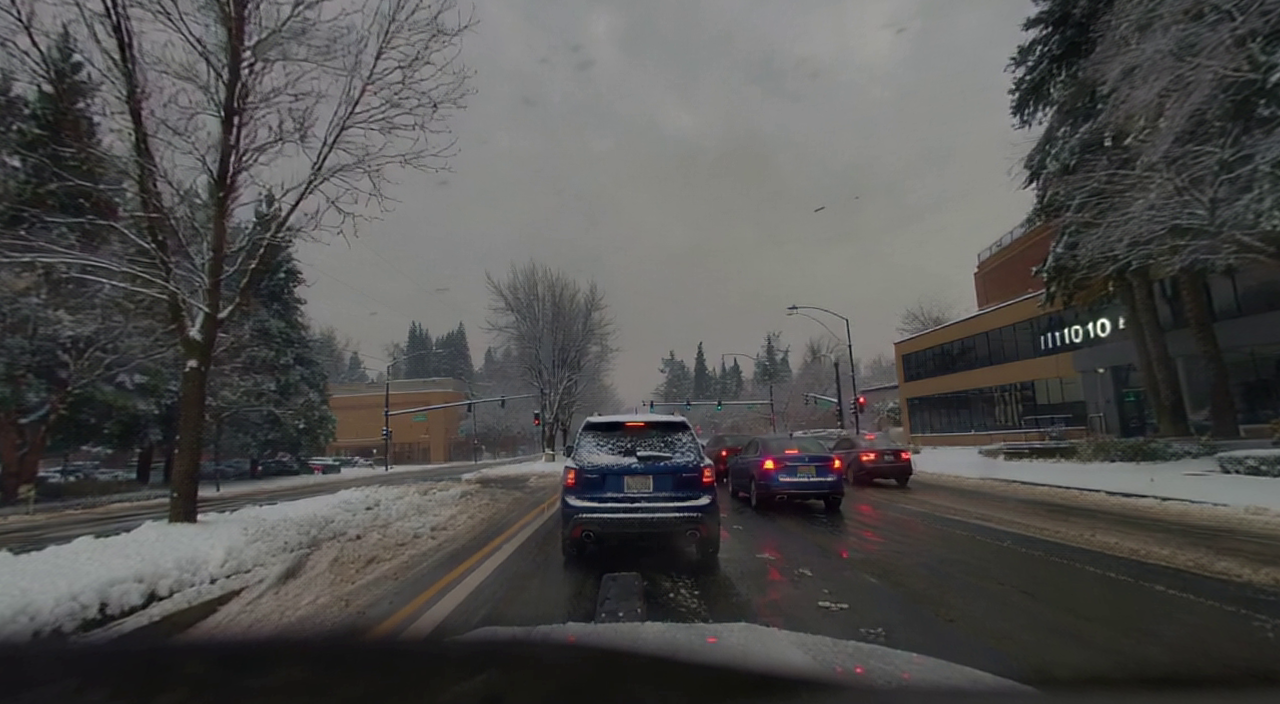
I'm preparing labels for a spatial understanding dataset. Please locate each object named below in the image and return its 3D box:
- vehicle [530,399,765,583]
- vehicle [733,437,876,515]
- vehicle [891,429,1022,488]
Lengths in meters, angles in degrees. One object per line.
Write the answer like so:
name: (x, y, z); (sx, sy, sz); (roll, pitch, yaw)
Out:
vehicle: (0.062, 1.657, 8.255); (2.266, 1.762, 4.131); (0, -9, 0)
vehicle: (3.492, 2.716, 14.386); (1.997, 1.471, 4.321); (0, -9, -1)
vehicle: (10.854, 3.697, 22.127); (2.123, 1.812, 4.553); (0, -9, -1)
